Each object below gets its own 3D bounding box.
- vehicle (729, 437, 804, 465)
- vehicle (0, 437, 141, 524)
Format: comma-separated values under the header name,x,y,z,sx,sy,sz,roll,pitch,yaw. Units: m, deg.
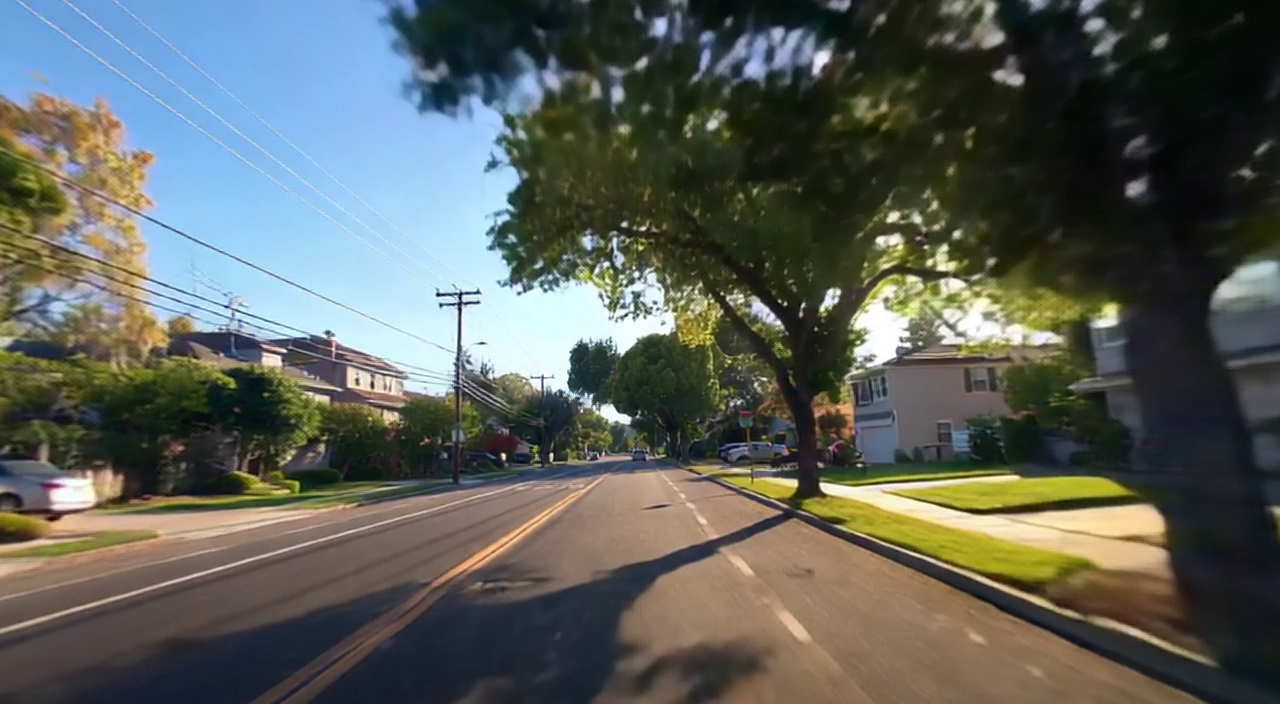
name,x,y,z,sx,sy,sz,roll,pitch,yaw
vehicle,8.895,7.021,44.701,4.747,1.942,2.158,0,-9,-1
vehicle,-14.715,2.889,14.428,4.662,1.832,2.063,1,-9,-4
